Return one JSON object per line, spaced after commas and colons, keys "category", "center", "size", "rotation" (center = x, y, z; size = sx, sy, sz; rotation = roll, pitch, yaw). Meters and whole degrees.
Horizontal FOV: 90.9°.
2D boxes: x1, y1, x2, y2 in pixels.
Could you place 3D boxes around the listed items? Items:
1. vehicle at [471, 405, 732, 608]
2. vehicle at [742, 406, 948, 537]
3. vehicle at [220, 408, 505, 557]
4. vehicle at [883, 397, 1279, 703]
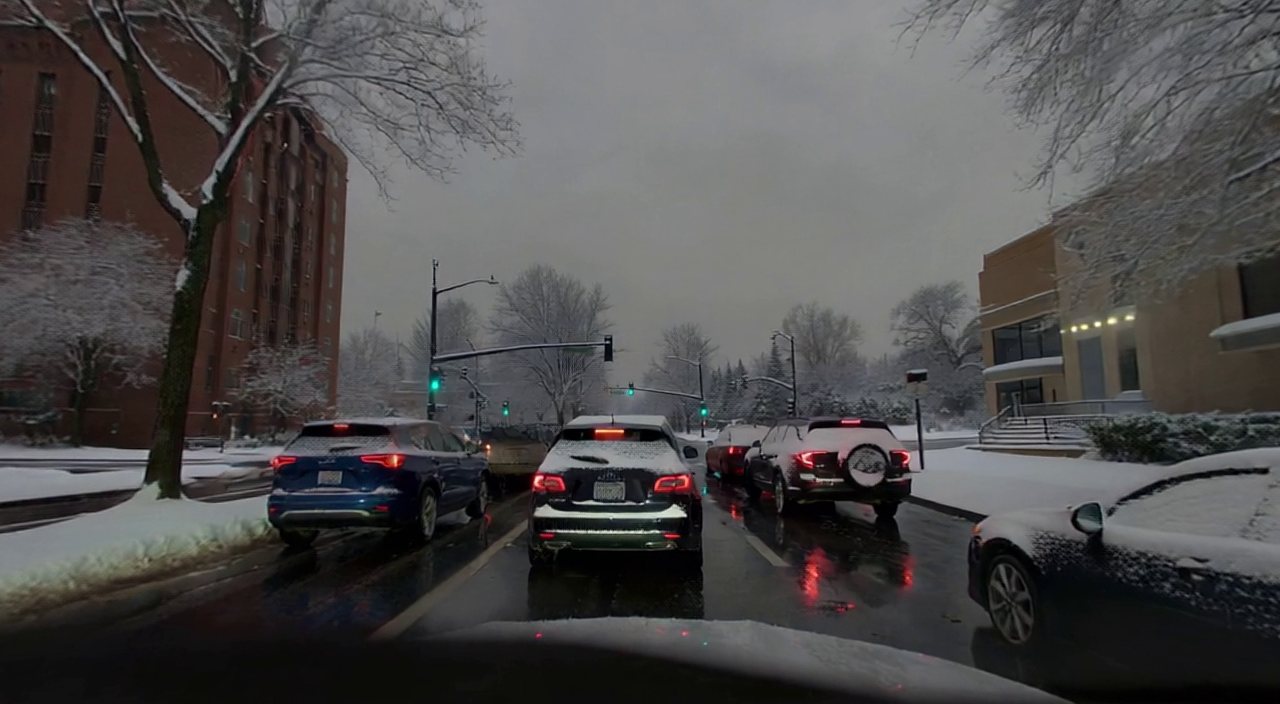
{"category": "vehicle", "center": [-0.359, 1.584, 7.419], "size": [2.114, 1.631, 4.459], "rotation": [0, -8, -1]}
{"category": "vehicle", "center": [3.344, 2.076, 11.535], "size": [2.117, 1.879, 4.715], "rotation": [0, -8, -1]}
{"category": "vehicle", "center": [-3.753, 1.872, 9.794], "size": [2.141, 1.718, 4.809], "rotation": [0, -8, 1]}
{"category": "vehicle", "center": [3.245, 1.076, 3.410], "size": [2.045, 1.459, 4.462], "rotation": [0, -8, -1]}
